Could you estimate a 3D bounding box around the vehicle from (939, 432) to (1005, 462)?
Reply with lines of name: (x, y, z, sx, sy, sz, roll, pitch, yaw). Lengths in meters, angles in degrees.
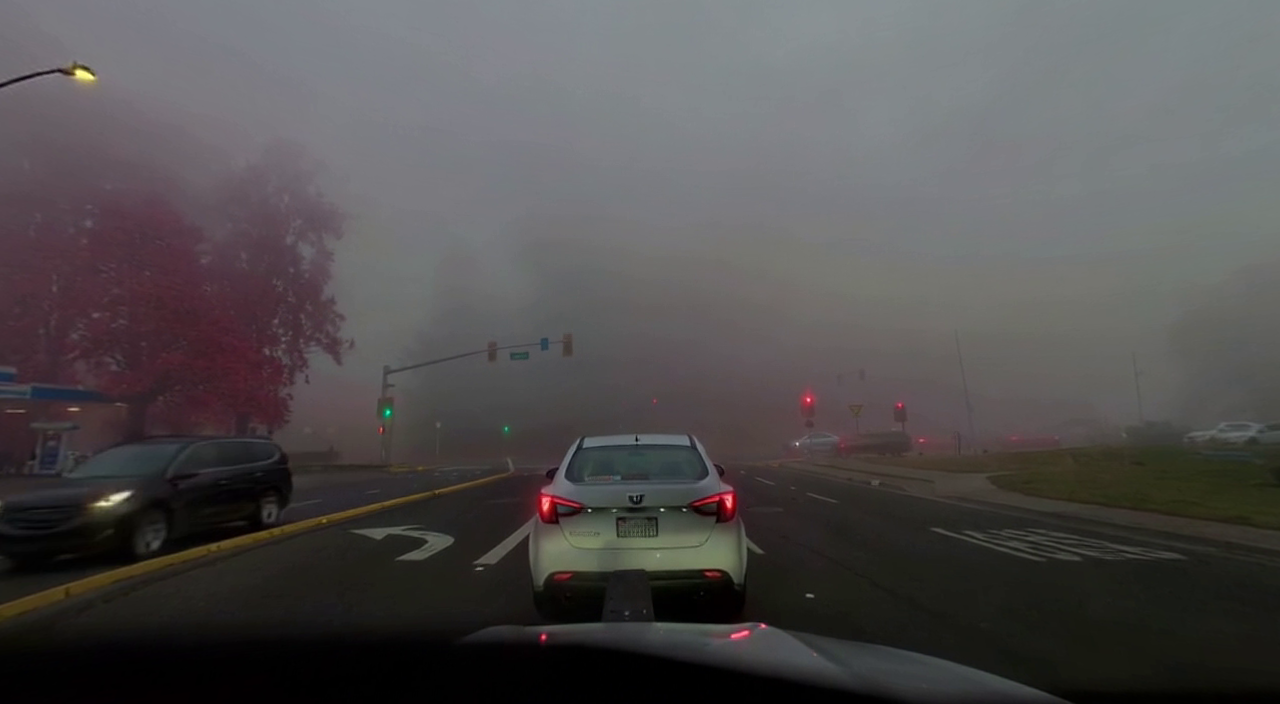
vehicle: (18.385, 5.244, 34.848, 2.053, 1.495, 4.091, -8, -12, 44)

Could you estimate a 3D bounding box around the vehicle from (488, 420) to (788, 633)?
vehicle: (-0.028, 1.535, 6.547, 2.112, 1.482, 4.057, 0, -8, 0)

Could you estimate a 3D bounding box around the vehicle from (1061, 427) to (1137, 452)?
vehicle: (34.790, 6.627, 47.845, 4.294, 1.557, 1.744, -4, -7, 1)

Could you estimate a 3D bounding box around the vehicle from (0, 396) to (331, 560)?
vehicle: (-7.716, 2.000, 10.785, 2.378, 2.084, 5.225, 0, -8, -3)

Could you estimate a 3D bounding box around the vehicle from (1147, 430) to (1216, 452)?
vehicle: (40.941, 6.715, 47.700, 3.573, 1.432, 1.604, -3, -8, 1)

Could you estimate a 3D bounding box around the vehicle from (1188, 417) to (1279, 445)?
vehicle: (36.320, 4.872, 38.460, 1.848, 1.581, 4.475, -1, -8, 3)
